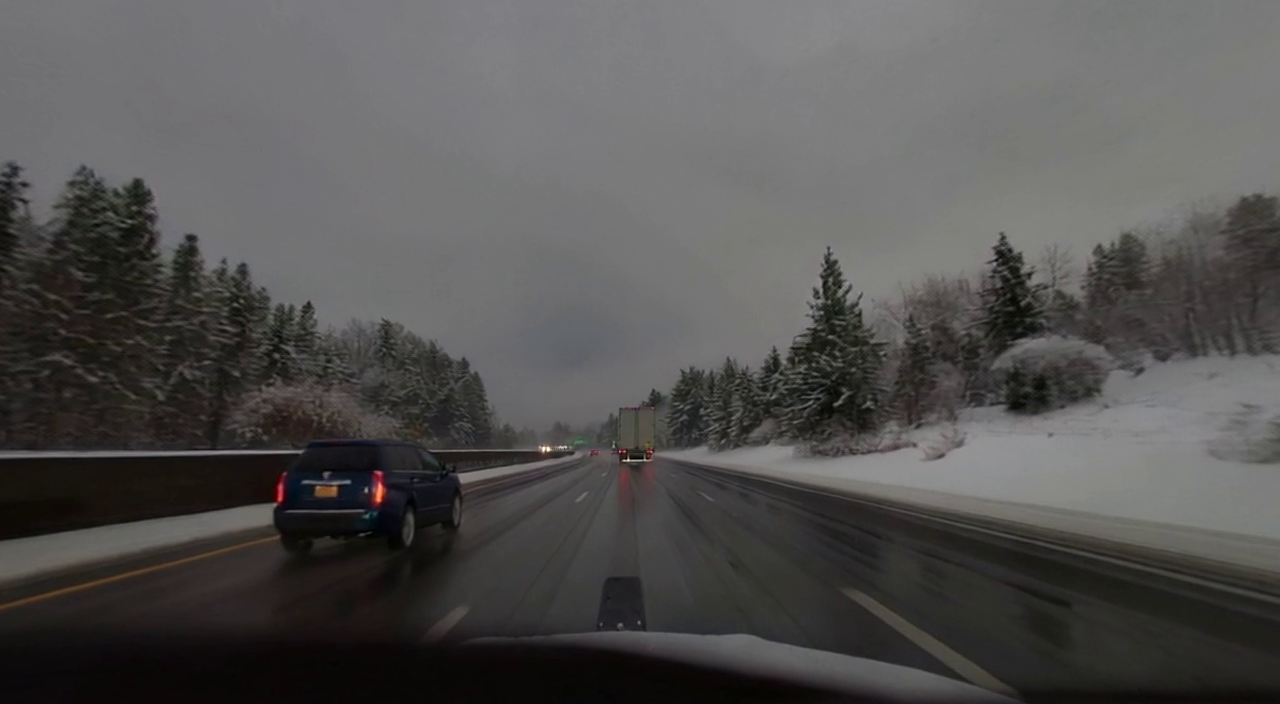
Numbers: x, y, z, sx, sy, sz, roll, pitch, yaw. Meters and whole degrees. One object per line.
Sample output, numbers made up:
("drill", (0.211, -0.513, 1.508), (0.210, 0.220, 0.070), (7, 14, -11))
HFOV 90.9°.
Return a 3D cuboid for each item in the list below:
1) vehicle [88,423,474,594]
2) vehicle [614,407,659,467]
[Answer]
("vehicle", (-3.799, 1.752, 8.001), (2.080, 1.488, 4.781), (0, -9, 0))
("vehicle", (-0.456, 6.498, 47.299), (2.962, 3.953, 10.696), (0, -9, -3))
